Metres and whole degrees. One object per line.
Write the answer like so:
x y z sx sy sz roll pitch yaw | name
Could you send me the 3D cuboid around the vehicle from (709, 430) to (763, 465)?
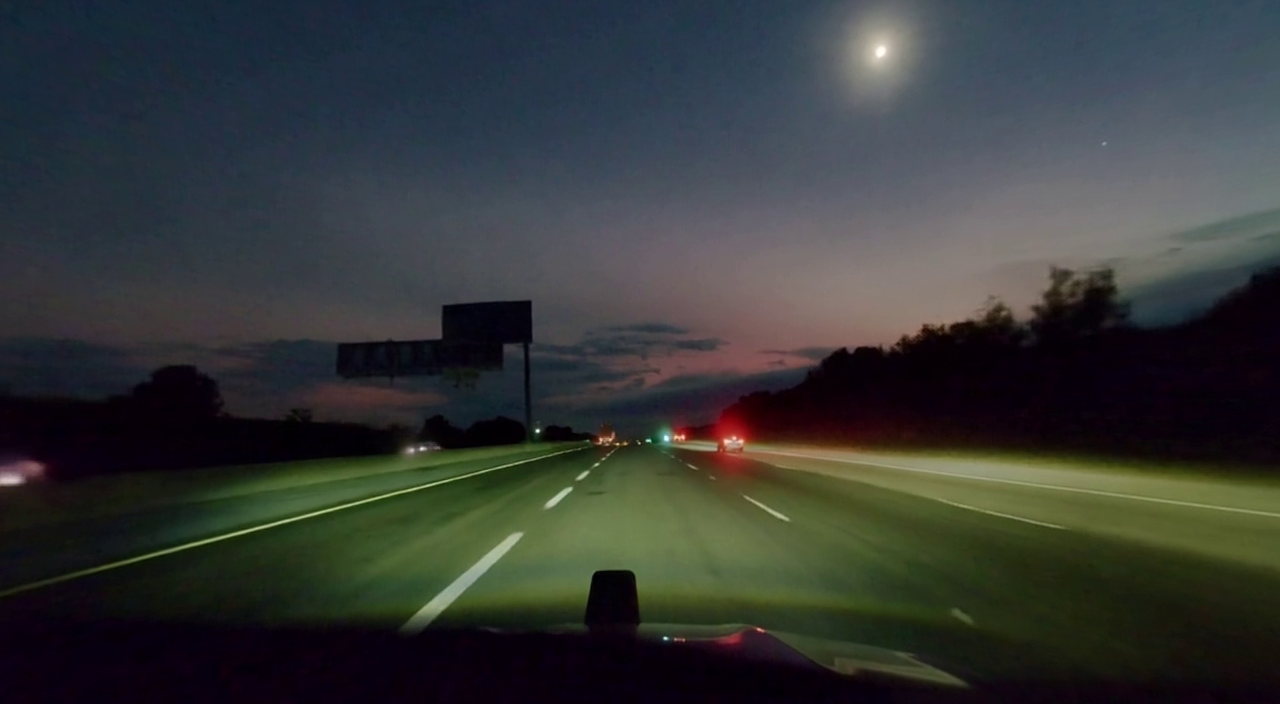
4.365 4.382 29.096 1.802 1.492 3.804 0 -8 -1 | vehicle
